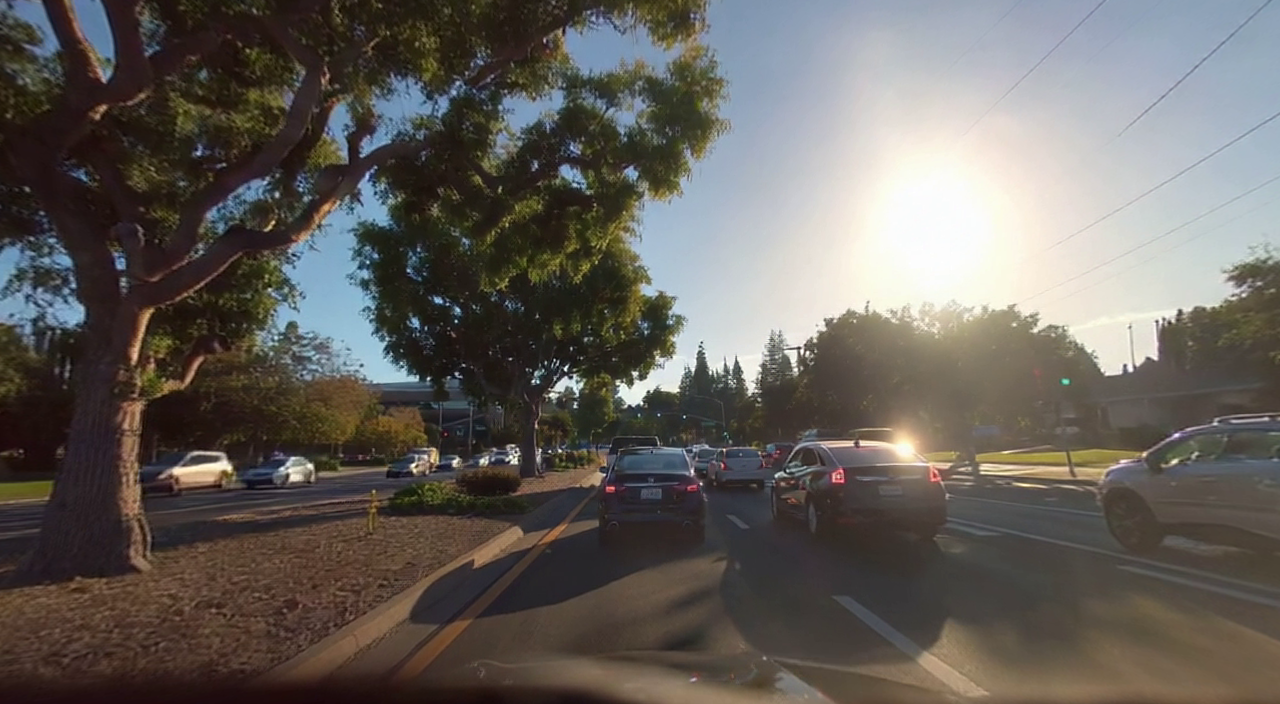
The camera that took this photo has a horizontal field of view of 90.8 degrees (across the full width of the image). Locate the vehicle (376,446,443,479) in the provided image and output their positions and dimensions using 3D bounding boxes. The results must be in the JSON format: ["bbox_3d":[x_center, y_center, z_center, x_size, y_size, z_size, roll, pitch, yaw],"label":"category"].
[{"bbox_3d":[-12.421,5.937,34.348,1.963,1.649,4.290,0,-8,0],"label":"vehicle"}]

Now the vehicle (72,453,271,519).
[{"bbox_3d":[-12.255,3.490,17.019,1.943,1.467,4.442,0,-9,0],"label":"vehicle"}]

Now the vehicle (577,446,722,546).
[{"bbox_3d":[0.092,2.274,10.713,1.990,1.347,4.067,0,-9,-1],"label":"vehicle"}]

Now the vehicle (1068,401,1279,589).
[{"bbox_3d":[6.932,1.413,6.437,1.987,1.730,4.373,0,-9,-1],"label":"vehicle"}]

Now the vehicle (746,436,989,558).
[{"bbox_3d":[3.165,2.120,10.147,1.970,1.445,4.974,0,-9,-1],"label":"vehicle"}]
